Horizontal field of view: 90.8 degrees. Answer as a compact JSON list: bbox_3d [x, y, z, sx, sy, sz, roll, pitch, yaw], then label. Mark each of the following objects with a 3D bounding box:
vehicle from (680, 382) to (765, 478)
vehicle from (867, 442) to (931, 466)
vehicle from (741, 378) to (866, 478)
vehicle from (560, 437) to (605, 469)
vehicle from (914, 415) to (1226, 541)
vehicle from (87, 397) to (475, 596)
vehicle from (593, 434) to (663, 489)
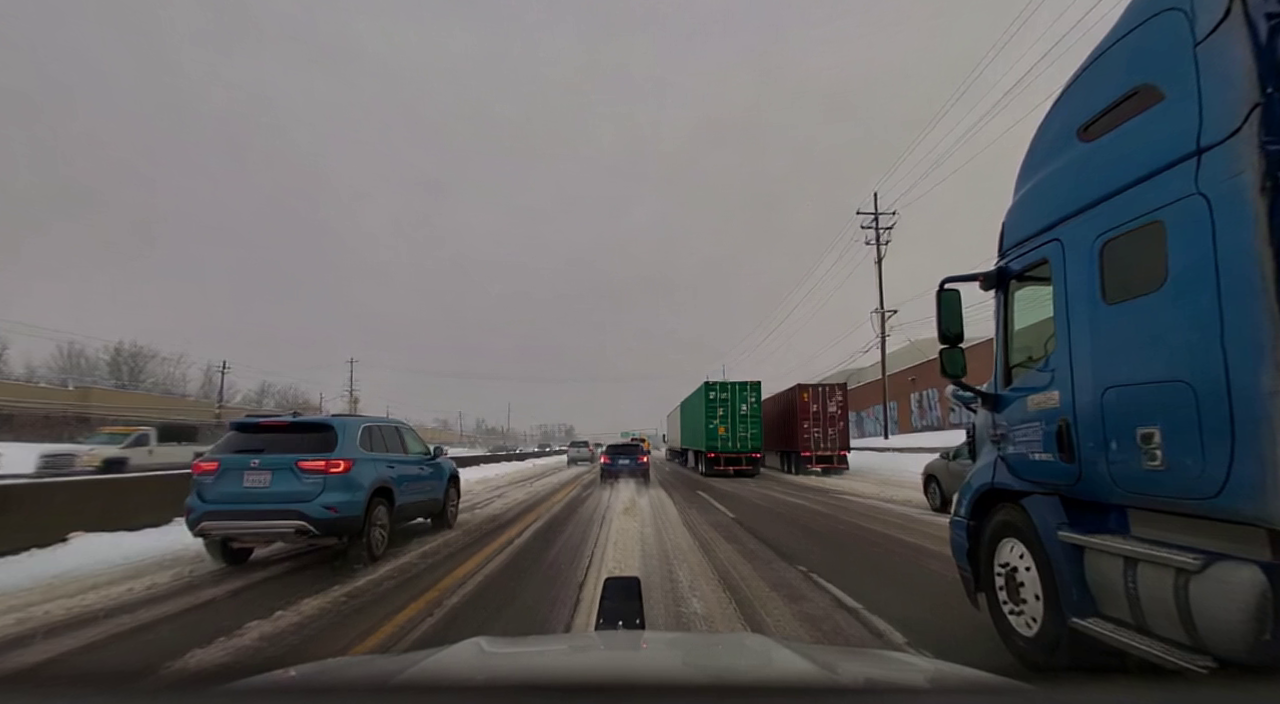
[{"bbox_3d":[3.902,4.264,33.280,2.800,4.039,13.179,0,-9,0],"label":"vehicle"},{"bbox_3d":[19.450,7.697,47.832,2.470,1.666,6.285,-1,-9,3],"label":"vehicle"},{"bbox_3d":[7.663,4.046,32.097,2.868,4.017,12.827,0,-9,0],"label":"vehicle"},{"bbox_3d":[-3.484,6.267,39.193,2.243,1.820,4.473,0,-9,1],"label":"vehicle"},{"bbox_3d":[6.989,2.100,11.142,2.202,1.731,4.628,0,-9,0],"label":"vehicle"},{"bbox_3d":[-3.891,1.666,8.140,2.264,1.804,4.584,0,-9,0],"label":"vehicle"},{"bbox_3d":[-0.388,3.736,21.836,2.191,1.685,4.015,0,-9,-1],"label":"vehicle"}]
